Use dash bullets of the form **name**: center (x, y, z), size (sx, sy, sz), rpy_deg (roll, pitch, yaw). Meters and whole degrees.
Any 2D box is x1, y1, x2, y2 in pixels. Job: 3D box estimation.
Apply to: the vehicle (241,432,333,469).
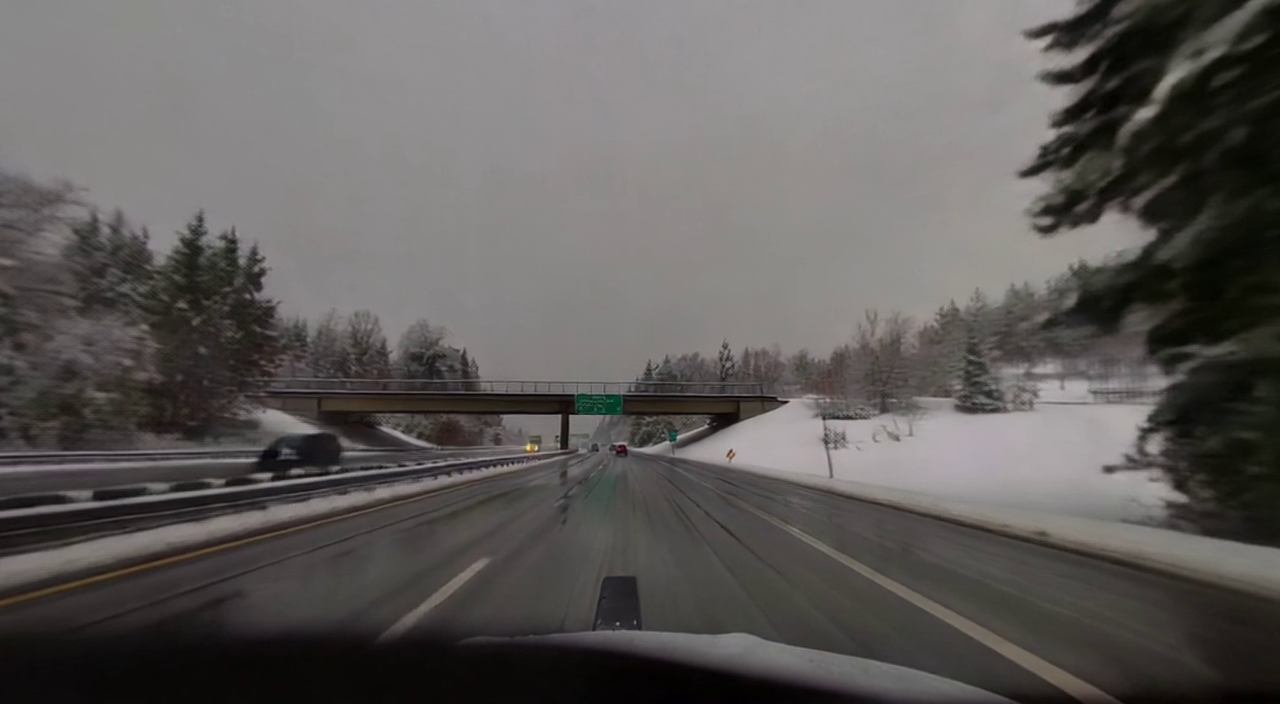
- **vehicle**: center (-16.690, 4.674, 29.904), size (1.928, 1.601, 4.281), rpy_deg (0, -9, -1)
